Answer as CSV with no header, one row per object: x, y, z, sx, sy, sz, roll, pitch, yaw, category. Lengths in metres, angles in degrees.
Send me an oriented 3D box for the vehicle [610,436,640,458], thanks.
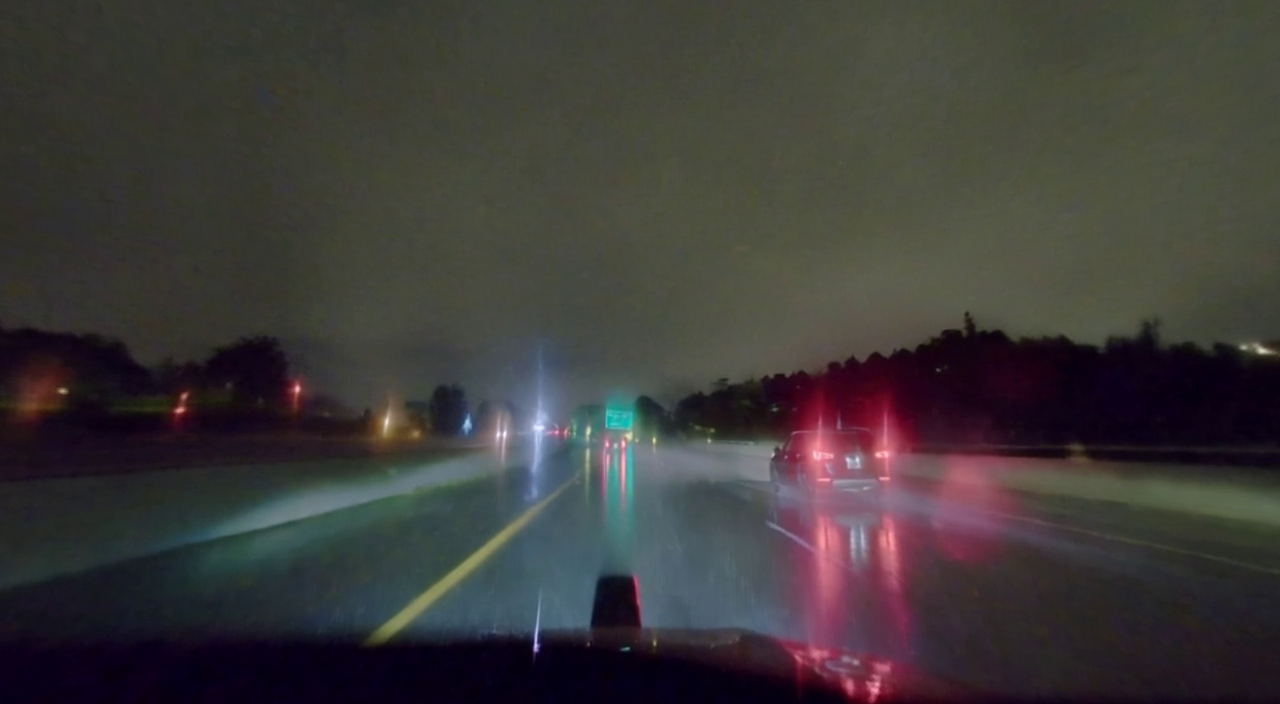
-1.107,6.707,44.648,1.998,1.512,3.735,0,-8,-2,vehicle

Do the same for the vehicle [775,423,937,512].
4.110,2.236,12.652,1.852,1.513,3.652,0,-8,-2,vehicle
